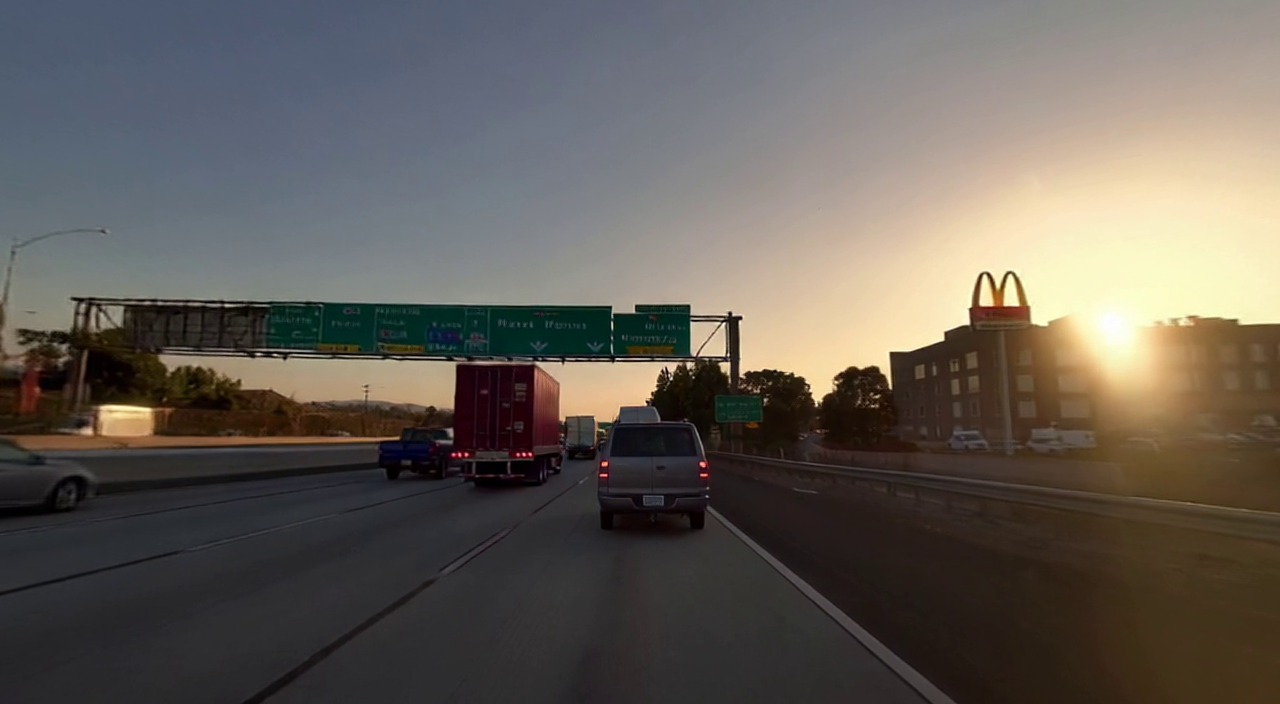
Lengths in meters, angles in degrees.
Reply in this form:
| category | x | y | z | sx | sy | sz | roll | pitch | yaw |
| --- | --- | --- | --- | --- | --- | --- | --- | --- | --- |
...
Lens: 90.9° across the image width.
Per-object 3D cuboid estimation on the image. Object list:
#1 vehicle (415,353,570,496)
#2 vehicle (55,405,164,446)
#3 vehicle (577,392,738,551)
| category | x | y | z | sx | sy | sz | roll | pitch | yaw |
| --- | --- | --- | --- | --- | --- | --- | --- | --- | --- |
| vehicle | -4.082 | 2.414 | 19.855 | 2.814 | 3.513 | 8.529 | 0 | -9 | 0 |
| vehicle | -33.663 | 4.767 | 40.297 | 1.996 | 2.383 | 5.767 | 0 | -9 | -2 |
| vehicle | 0.127 | 1.756 | 9.750 | 1.947 | 1.910 | 4.040 | 0 | -9 | -2 |
